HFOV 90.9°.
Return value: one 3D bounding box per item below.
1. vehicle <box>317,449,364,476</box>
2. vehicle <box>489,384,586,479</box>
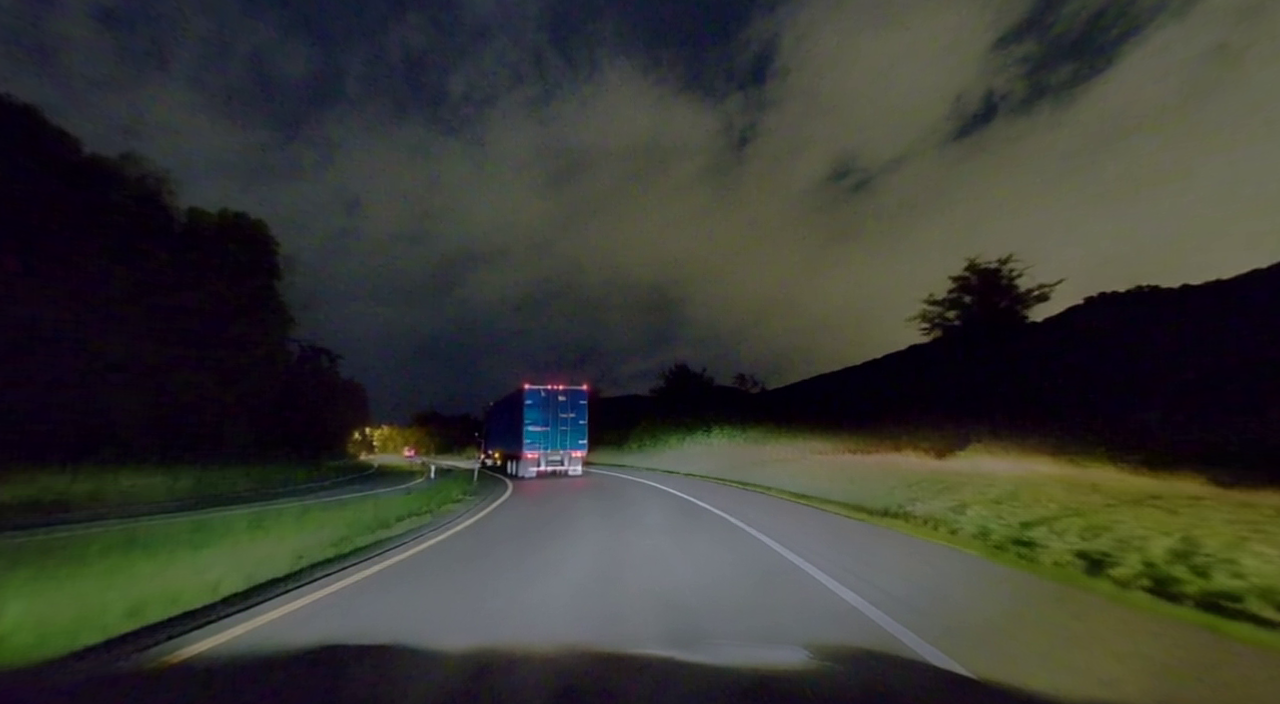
[{"bbox_3d":[-17.926,6.568,37.598,1.988,1.493,4.333,5,-10,-31],"label":"vehicle"},{"bbox_3d":[-6.117,4.436,34.838,3.087,4.178,13.682,1,-8,-19],"label":"vehicle"}]
